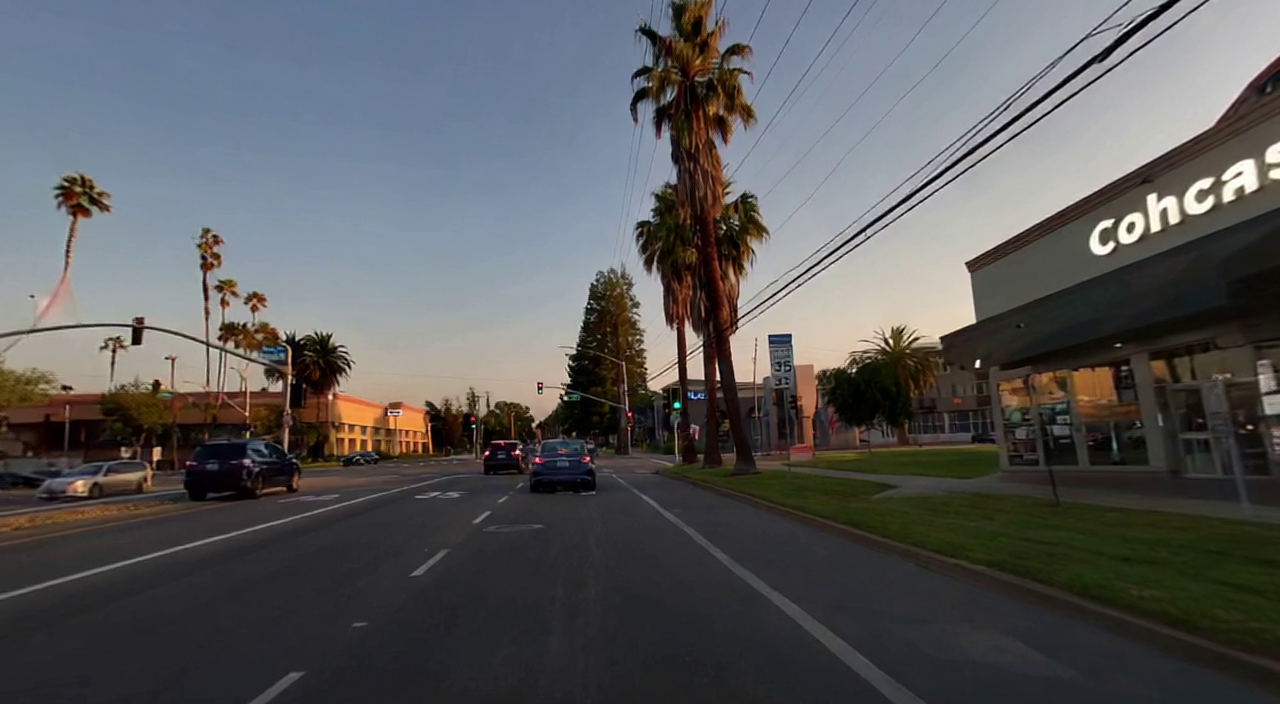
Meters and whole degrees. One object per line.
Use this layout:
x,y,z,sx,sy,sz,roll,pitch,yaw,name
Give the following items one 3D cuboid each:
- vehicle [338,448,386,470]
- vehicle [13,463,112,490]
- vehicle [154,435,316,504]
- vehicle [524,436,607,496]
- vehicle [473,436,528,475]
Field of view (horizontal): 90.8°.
-20.461,7.893,46.708,1.879,1.496,4.510,0,-9,-5,vehicle
-37.377,8.074,40.983,4.276,1.576,1.917,1,-9,-7,vehicle
-12.146,3.524,19.449,2.050,1.811,4.752,0,-8,-4,vehicle
-2.116,3.189,18.125,2.063,1.474,4.334,1,-9,-7,vehicle
-6.533,4.891,30.039,2.077,1.715,3.903,1,-9,-6,vehicle
